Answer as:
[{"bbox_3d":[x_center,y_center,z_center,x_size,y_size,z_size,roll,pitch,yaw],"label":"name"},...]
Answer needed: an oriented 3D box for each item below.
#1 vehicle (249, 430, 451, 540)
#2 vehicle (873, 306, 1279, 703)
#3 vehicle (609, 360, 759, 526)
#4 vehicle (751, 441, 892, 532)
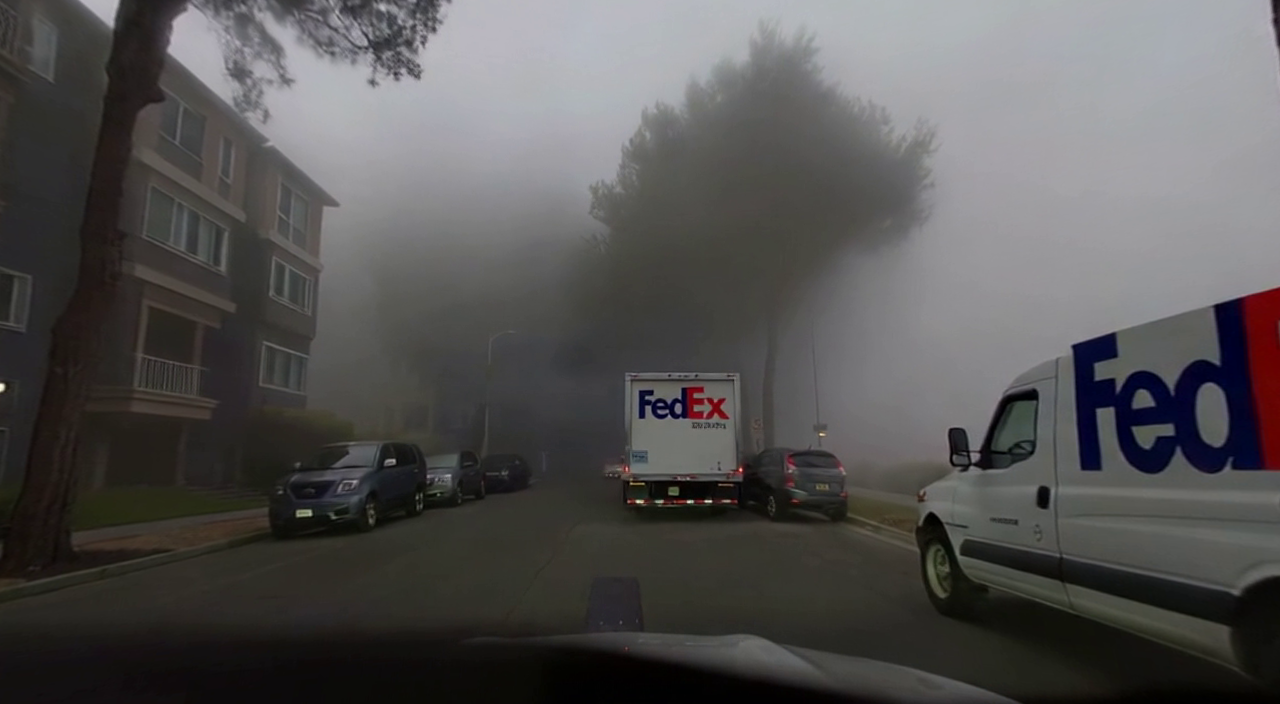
[{"bbox_3d":[-5.683,2.633,13.225,2.020,1.867,4.654,0,-8,-1],"label":"vehicle"},{"bbox_3d":[3.591,1.059,3.964,2.221,1.991,5.564,0,-9,1],"label":"vehicle"},{"bbox_3d":[0.814,2.388,16.626,2.930,3.275,8.180,0,-8,-1],"label":"vehicle"},{"bbox_3d":[3.623,2.725,13.410,1.868,1.623,3.815,0,-9,0],"label":"vehicle"}]
